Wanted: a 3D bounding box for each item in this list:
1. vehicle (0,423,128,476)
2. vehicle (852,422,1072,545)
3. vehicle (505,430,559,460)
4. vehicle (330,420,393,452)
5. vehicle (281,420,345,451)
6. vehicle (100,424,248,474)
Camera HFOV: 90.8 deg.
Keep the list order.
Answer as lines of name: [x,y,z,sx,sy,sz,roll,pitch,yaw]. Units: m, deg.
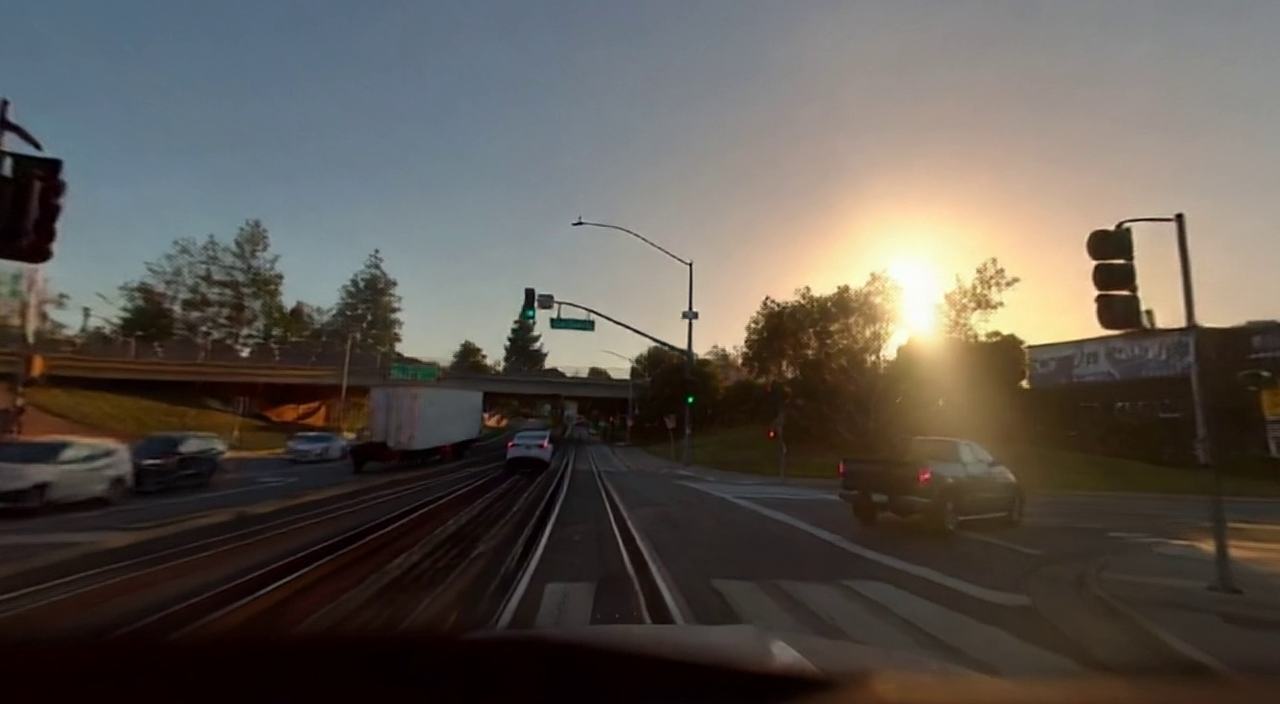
vehicle: [-19.013,3.044,20.058,1.908,1.482,4.621,2,-8,-6]
vehicle: [6.661,2.471,12.753,2.404,1.926,5.251,-7,-11,44]
vehicle: [-5.697,4.958,33.808,2.004,1.482,4.799,1,-8,0]
vehicle: [-17.265,5.259,39.460,2.013,1.787,4.823,1,-8,-4]
vehicle: [-21.635,5.583,42.000,1.972,1.898,4.620,1,-8,-4]
vehicle: [-15.261,3.195,21.045,1.864,1.456,4.409,2,-8,-5]
